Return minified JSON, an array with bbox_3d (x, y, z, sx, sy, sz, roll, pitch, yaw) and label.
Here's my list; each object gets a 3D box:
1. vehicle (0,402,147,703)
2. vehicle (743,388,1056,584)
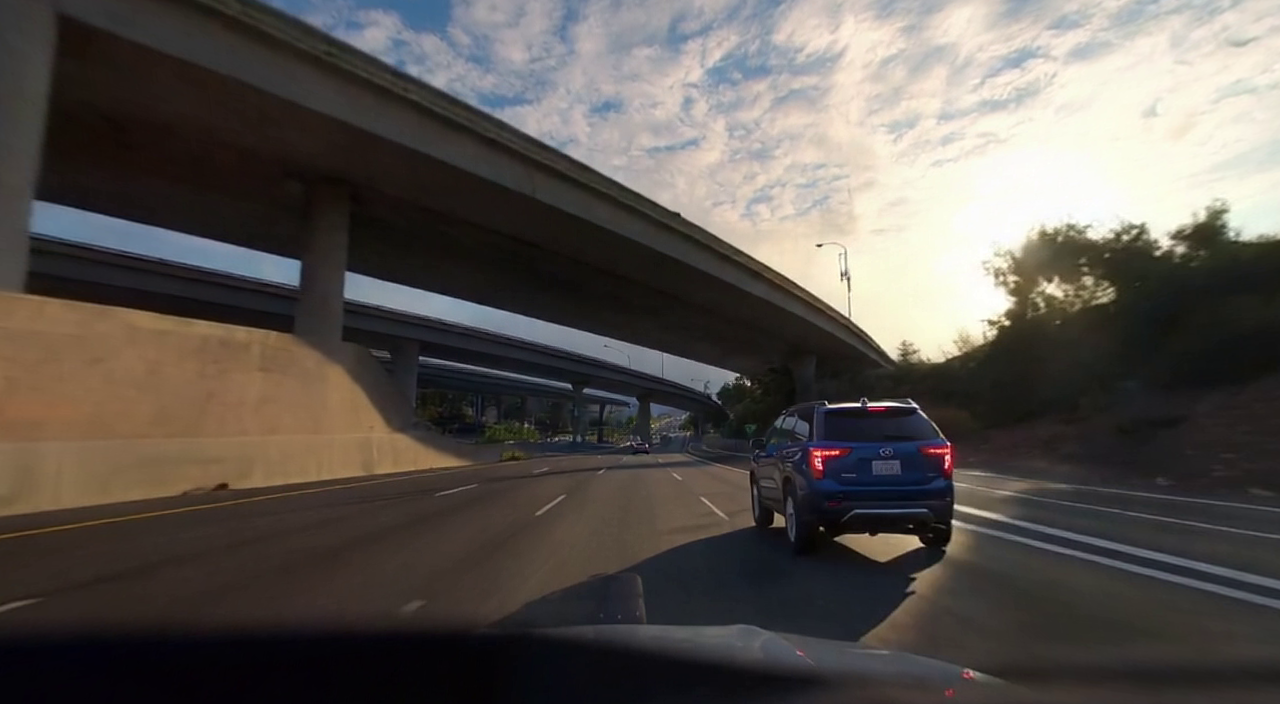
[{"bbox_3d":[-3.845,0.794,1.516,2.021,1.504,4.054,0,-9,0],"label":"vehicle"},{"bbox_3d":[2.975,1.693,8.789,2.155,1.918,4.945,0,-9,-1],"label":"vehicle"}]
